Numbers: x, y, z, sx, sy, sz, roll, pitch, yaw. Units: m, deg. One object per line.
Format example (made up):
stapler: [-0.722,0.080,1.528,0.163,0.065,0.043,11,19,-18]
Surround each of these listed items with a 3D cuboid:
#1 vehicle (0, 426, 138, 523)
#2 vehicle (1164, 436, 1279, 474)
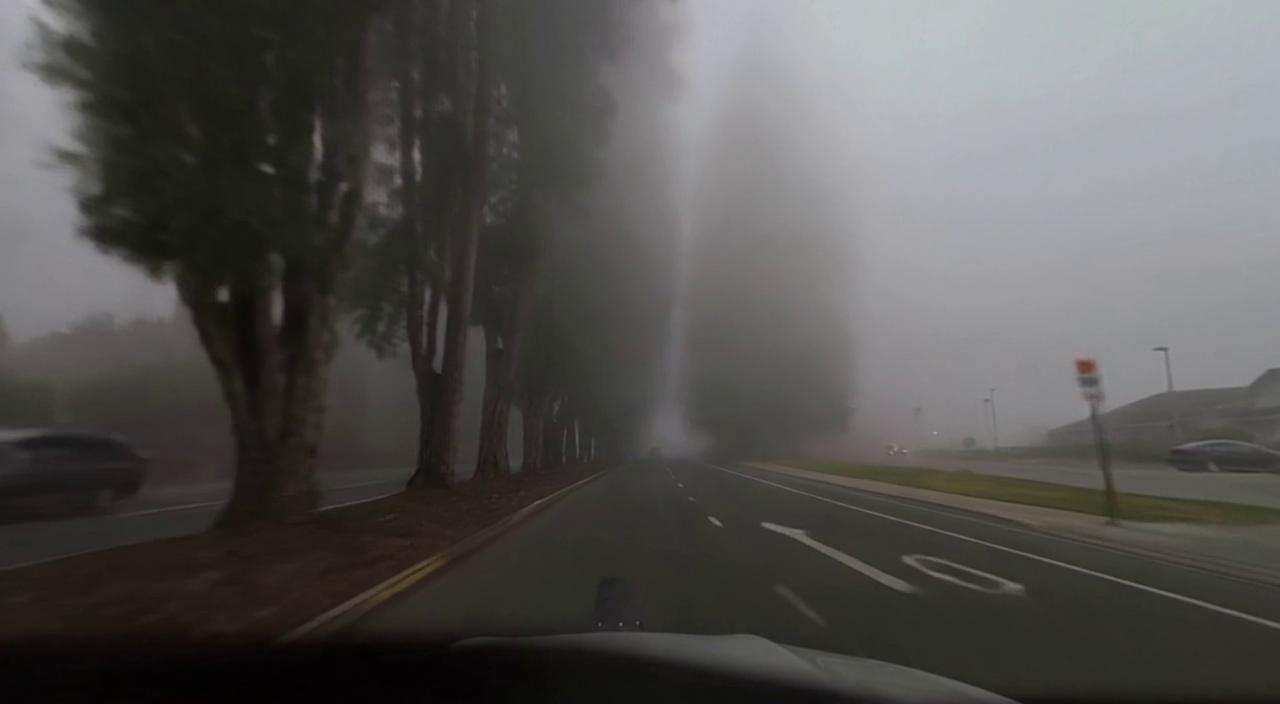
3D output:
vehicle: [-12.956,2.372,12.314,2.134,1.782,4.916,-1,-9,3]
vehicle: [26.384,4.574,28.060,4.580,1.598,2.010,1,-8,-6]
